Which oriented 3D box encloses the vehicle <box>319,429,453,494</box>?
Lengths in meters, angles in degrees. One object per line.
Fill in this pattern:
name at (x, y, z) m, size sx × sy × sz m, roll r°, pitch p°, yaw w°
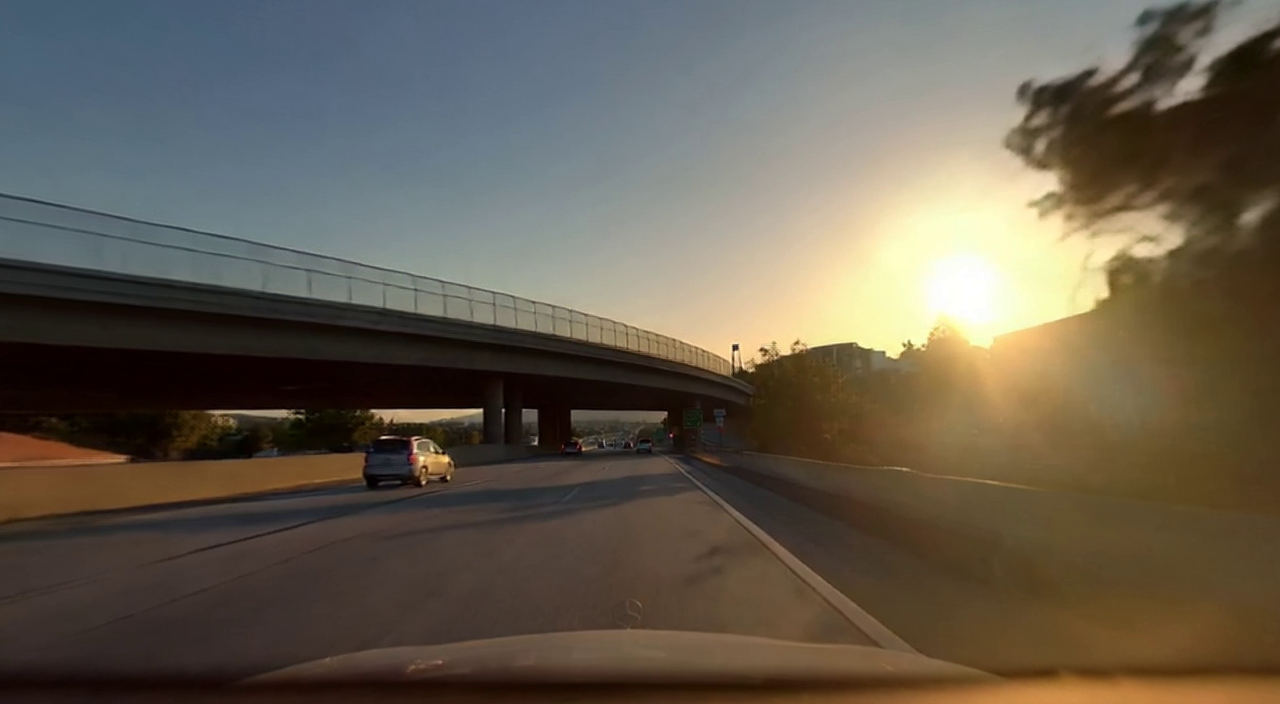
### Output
vehicle at (-7.287, 3.171, 18.711) m, size 2.088 × 1.678 × 4.426 m, roll 0°, pitch -8°, yaw 1°
